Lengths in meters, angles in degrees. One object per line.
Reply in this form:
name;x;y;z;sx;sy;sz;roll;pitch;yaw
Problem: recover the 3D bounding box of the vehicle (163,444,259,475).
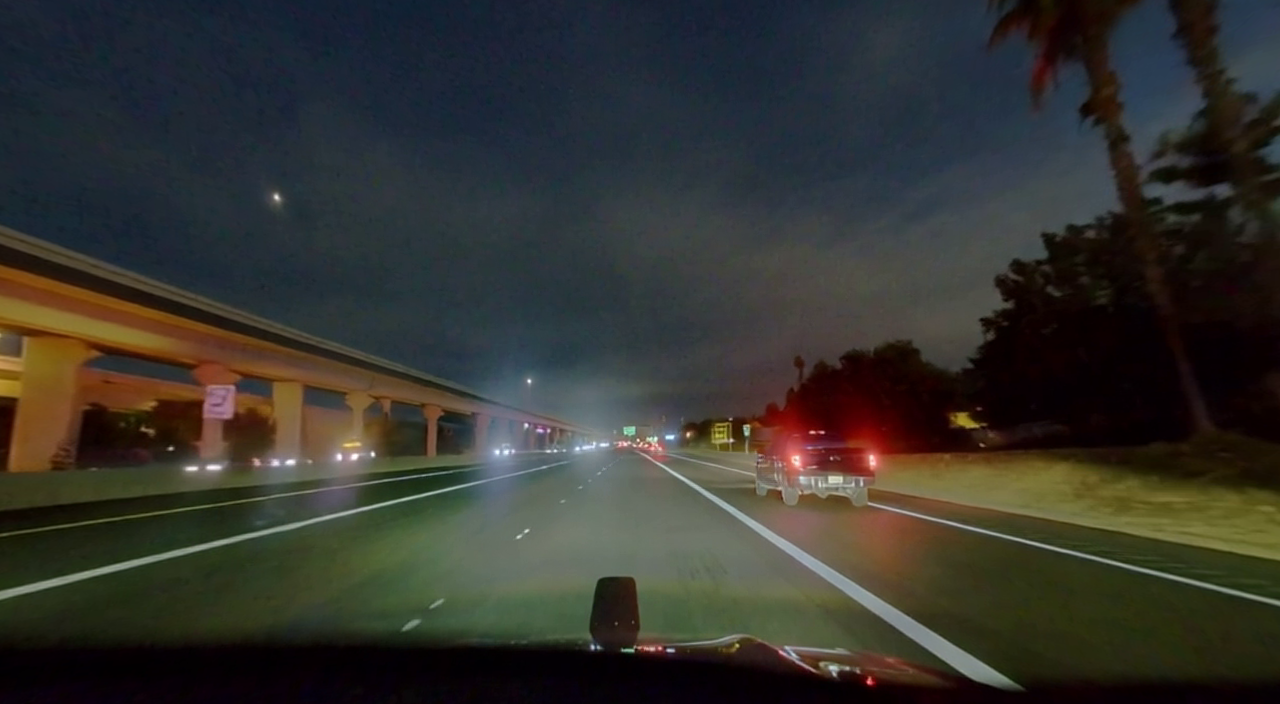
vehicle;-24.770;6.197;36.739;1.935;1.653;5.201;0;-8;0
